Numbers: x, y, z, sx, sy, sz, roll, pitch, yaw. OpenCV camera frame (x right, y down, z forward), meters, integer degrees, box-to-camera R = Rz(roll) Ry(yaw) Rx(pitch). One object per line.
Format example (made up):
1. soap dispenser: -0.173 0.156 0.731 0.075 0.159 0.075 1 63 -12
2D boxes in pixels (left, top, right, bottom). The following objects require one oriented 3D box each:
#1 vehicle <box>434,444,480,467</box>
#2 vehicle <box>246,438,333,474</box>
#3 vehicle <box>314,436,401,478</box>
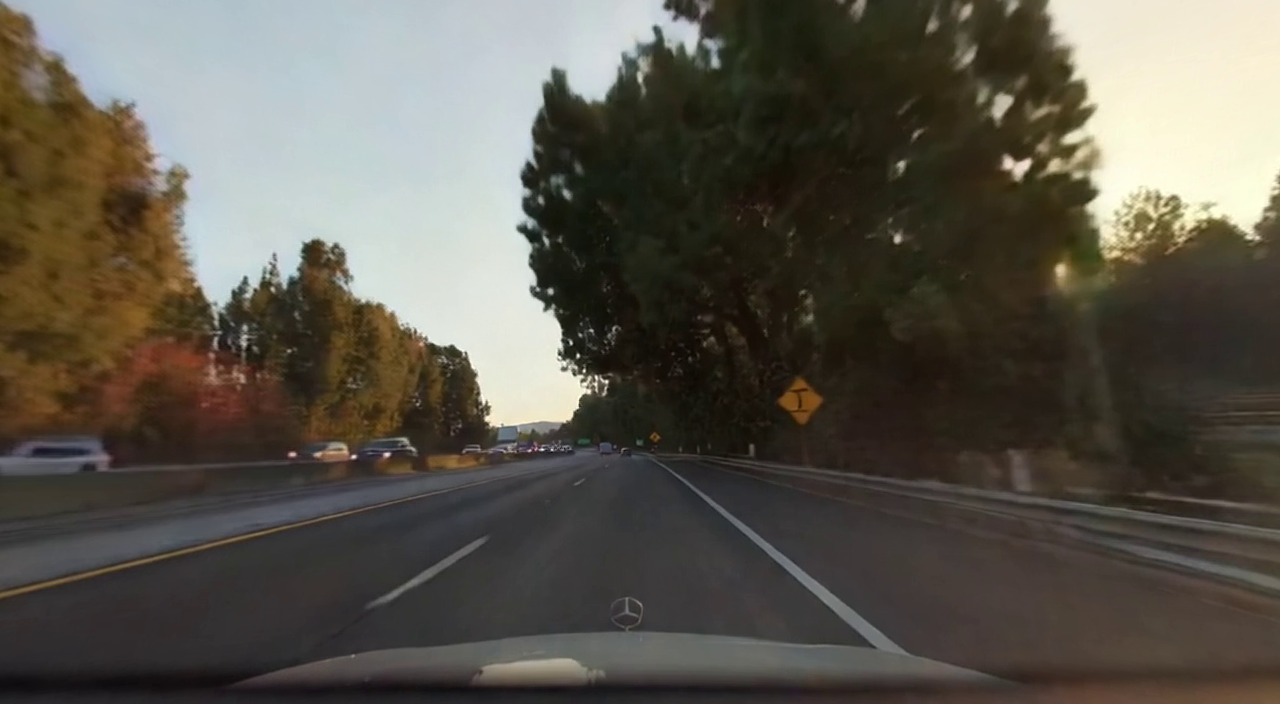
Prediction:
1. vehicle: -12.529 7.105 43.309 1.887 1.507 4.030 0 -9 1
2. vehicle: -17.921 5.349 32.492 2.011 1.738 4.256 0 -9 0
3. vehicle: -12.424 4.648 28.016 1.869 1.684 4.115 0 -9 1
